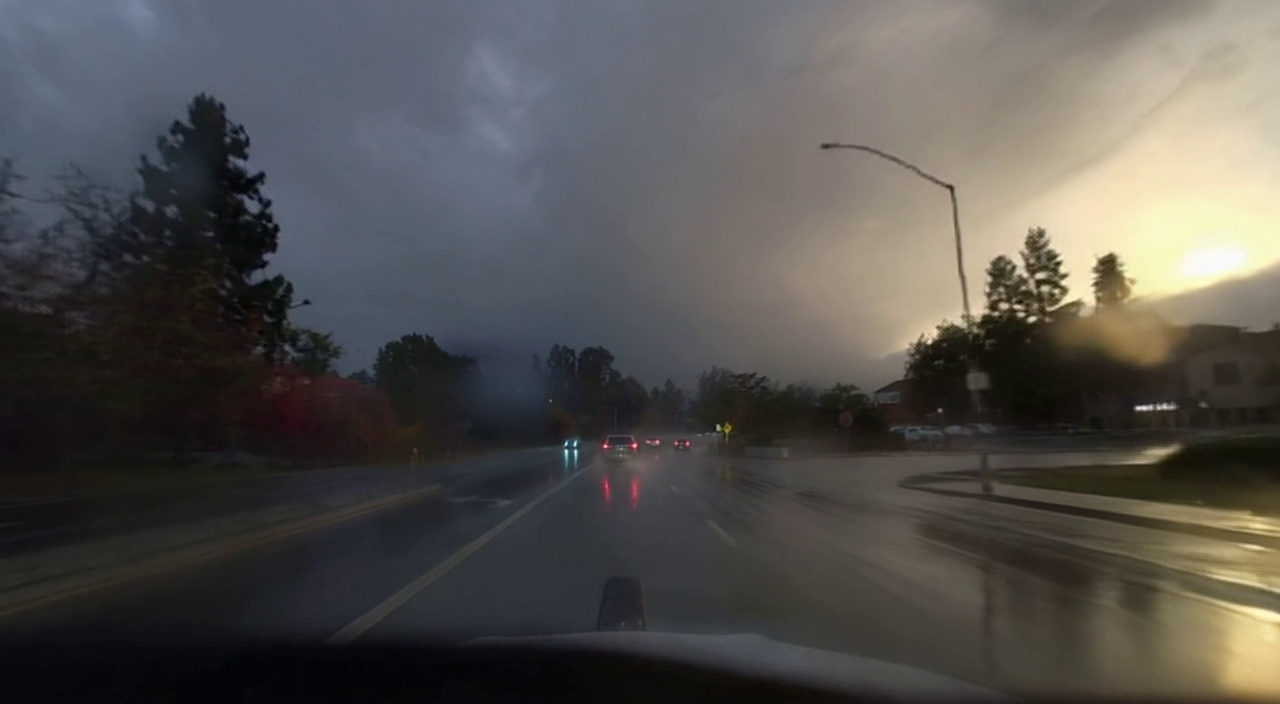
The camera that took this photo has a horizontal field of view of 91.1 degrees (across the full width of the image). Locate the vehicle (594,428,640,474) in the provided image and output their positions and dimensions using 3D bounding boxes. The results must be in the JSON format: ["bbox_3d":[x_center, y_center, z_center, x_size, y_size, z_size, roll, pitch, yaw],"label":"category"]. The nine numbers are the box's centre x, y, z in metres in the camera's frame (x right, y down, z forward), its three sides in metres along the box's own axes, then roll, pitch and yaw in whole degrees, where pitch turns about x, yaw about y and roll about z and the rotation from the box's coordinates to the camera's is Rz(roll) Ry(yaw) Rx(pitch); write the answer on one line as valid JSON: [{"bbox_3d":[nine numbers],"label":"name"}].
[{"bbox_3d":[-1.046,4.724,30.180,2.072,2.002,4.391,0,-8,-1],"label":"vehicle"}]

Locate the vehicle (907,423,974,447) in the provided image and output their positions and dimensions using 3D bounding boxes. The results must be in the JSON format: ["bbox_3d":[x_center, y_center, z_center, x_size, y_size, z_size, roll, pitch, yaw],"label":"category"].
[{"bbox_3d":[21.759,6.073,45.642,1.826,1.621,4.546,2,-9,-15],"label":"vehicle"}]
